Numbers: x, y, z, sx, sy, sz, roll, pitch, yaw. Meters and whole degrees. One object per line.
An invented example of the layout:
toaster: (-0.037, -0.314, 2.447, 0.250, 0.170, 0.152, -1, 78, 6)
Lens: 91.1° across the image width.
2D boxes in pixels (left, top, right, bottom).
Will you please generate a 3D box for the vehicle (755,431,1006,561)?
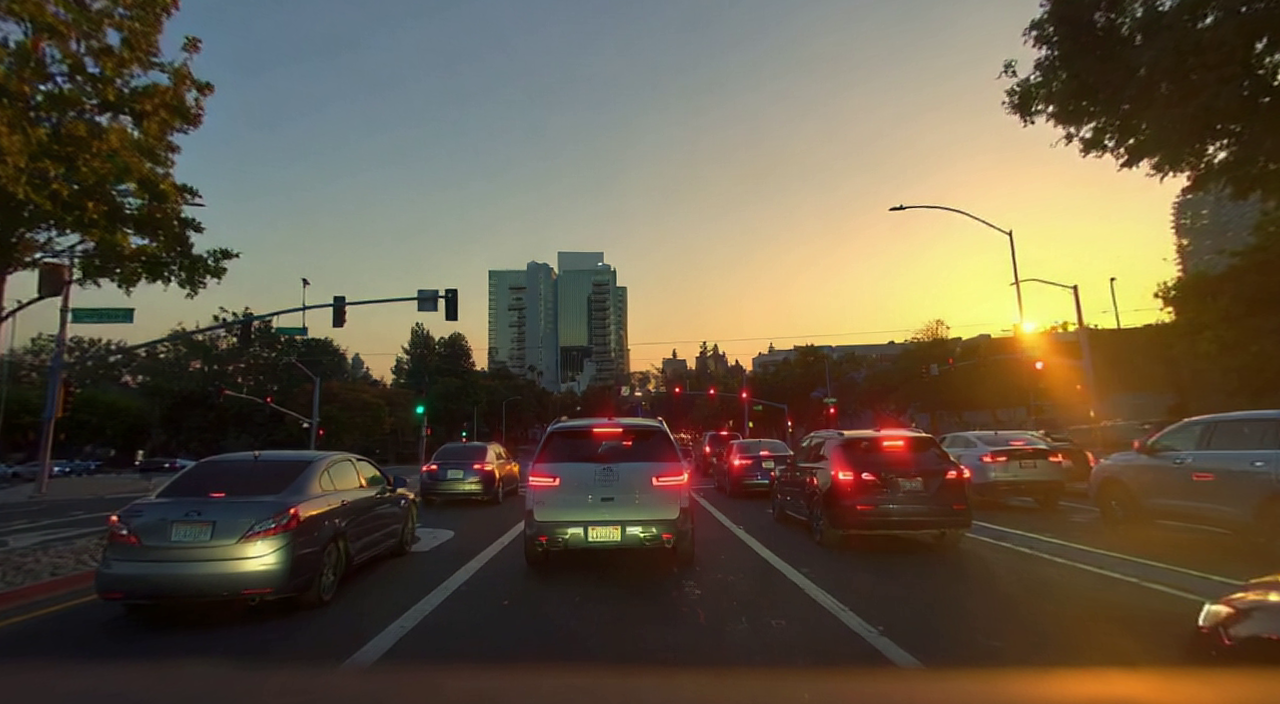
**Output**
vehicle: (3.166, 1.986, 9.469, 1.971, 1.473, 4.495, 0, -9, 0)

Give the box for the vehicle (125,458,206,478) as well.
vehicle: (-37.334, 9.148, 49.461, 4.914, 1.487, 1.850, 0, -9, 1)

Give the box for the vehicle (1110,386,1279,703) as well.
vehicle: (3.303, 0.673, 0.839, 1.980, 1.515, 4.362, 0, -9, 1)

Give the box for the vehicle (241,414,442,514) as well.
vehicle: (-6.722, 2.588, 14.986, 2.214, 1.953, 5.017, 0, -9, 1)

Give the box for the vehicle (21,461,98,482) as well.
vehicle: (-45.662, 9.387, 49.385, 4.232, 1.498, 1.791, 0, -9, 1)

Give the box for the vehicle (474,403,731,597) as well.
vehicle: (-0.310, 1.604, 7.625, 2.256, 1.694, 4.055, 0, -9, 1)
